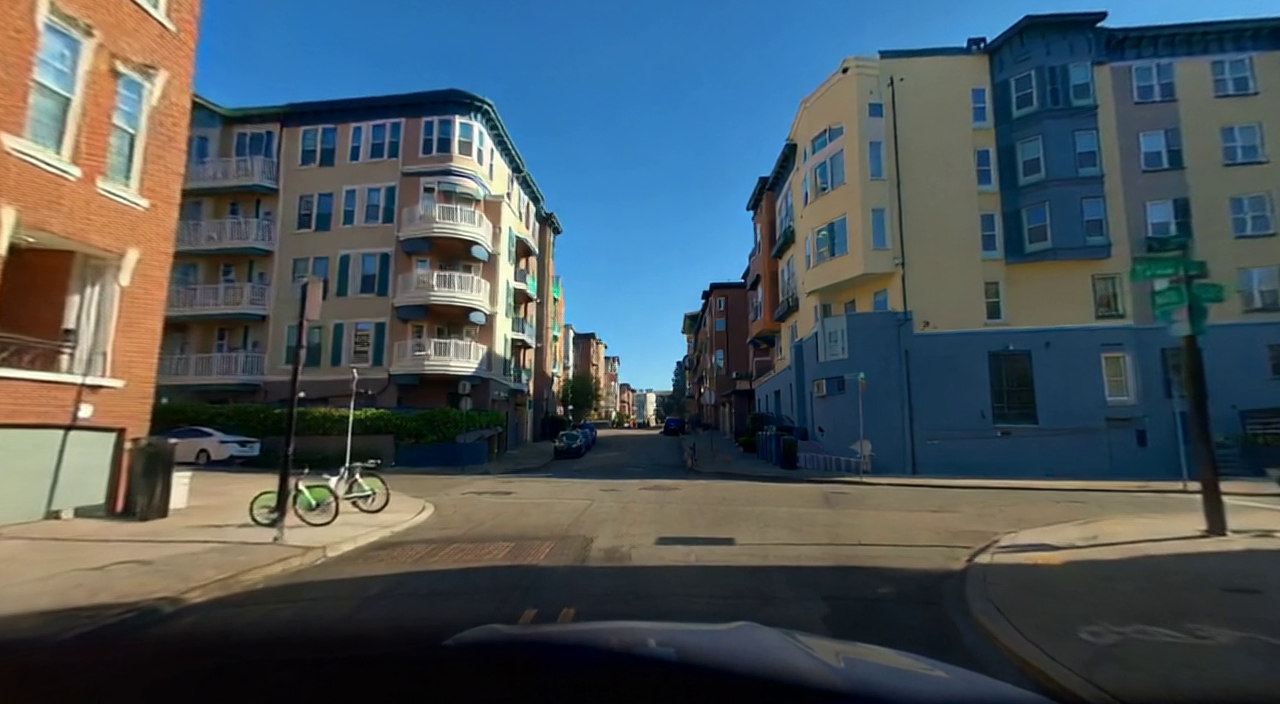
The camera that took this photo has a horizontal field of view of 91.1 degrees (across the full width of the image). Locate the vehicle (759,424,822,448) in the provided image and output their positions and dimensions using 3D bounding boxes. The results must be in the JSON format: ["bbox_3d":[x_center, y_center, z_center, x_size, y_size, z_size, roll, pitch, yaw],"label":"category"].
[{"bbox_3d":[9.027,5.065,37.902,3.404,1.431,1.641,0,-7,0],"label":"vehicle"}]

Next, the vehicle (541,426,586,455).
[{"bbox_3d":[-4.054,4.760,33.985,1.897,1.431,3.741,0,-7,1],"label":"vehicle"}]

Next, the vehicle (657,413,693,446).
[{"bbox_3d":[2.341,5.313,43.069,2.072,2.074,4.358,0,-7,-2],"label":"vehicle"}]
